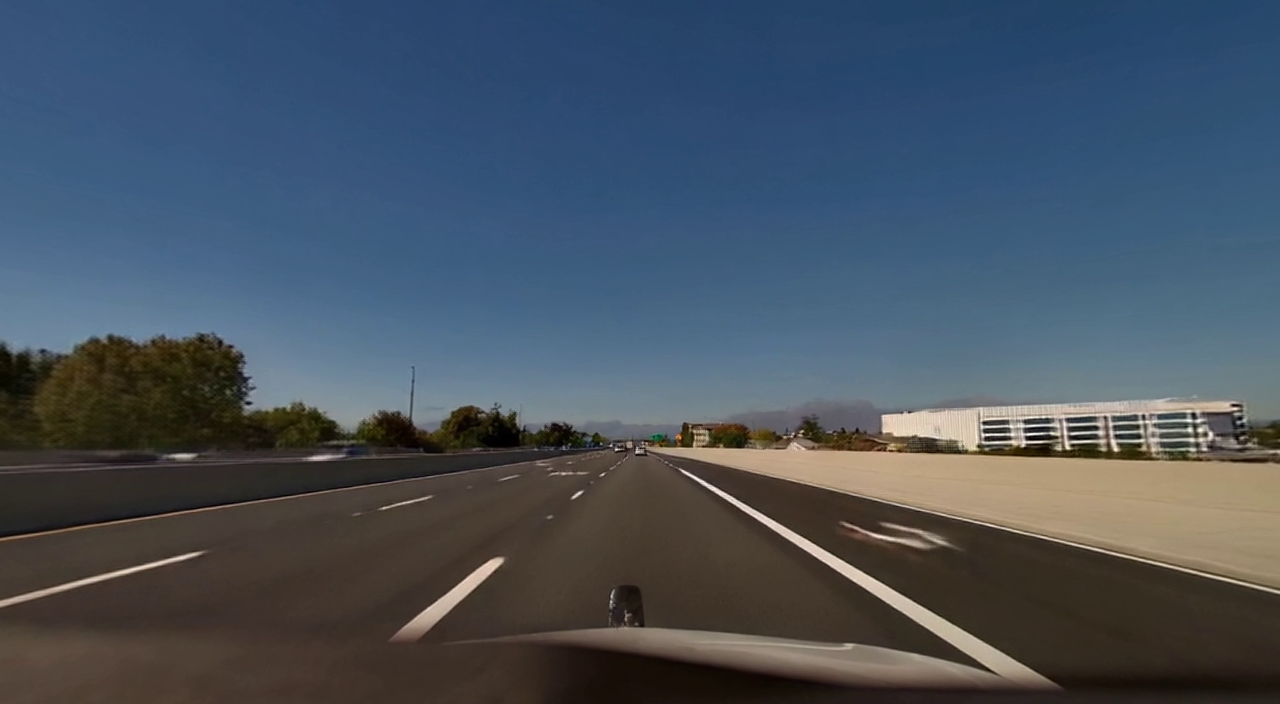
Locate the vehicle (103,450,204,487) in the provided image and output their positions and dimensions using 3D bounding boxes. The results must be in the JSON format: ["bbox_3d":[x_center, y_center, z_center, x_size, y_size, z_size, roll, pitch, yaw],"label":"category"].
[{"bbox_3d":[-18.734,4.464,24.439,1.713,1.339,2.712,0,-9,0],"label":"vehicle"}]

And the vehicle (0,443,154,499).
[{"bbox_3d":[-18.586,3.763,20.364,2.163,1.564,4.548,0,-9,-1],"label":"vehicle"}]

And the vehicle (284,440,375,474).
[{"bbox_3d":[-14.646,4.995,30.088,1.871,1.473,4.717,0,-9,1],"label":"vehicle"}]
